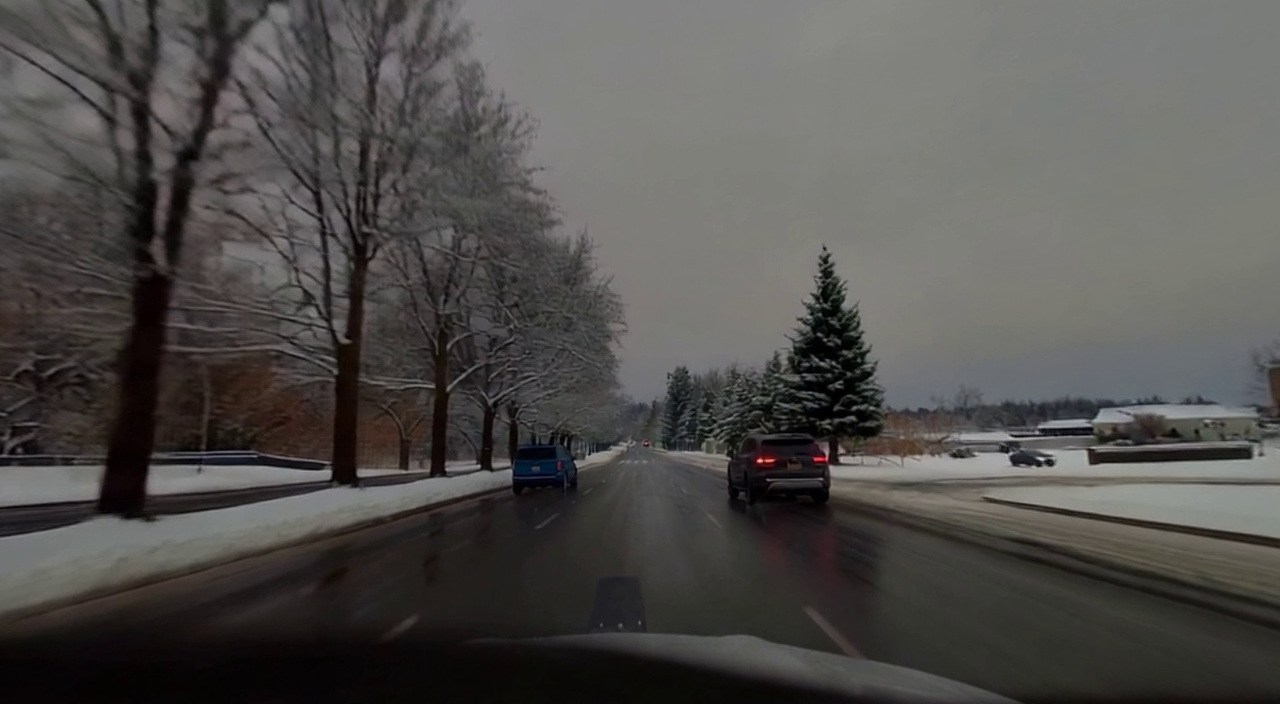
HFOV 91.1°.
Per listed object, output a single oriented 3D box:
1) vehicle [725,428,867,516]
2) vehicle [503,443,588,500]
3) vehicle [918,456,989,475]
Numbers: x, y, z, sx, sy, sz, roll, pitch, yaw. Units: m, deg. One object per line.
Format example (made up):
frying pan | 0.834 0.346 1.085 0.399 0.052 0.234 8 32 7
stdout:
vehicle | 3.525 2.831 15.365 2.087 1.759 5.040 0 -9 -1
vehicle | -2.953 3.826 20.557 2.025 1.635 4.293 0 -9 1
vehicle | 24.585 8.900 49.335 4.587 1.460 1.924 0 -9 1
